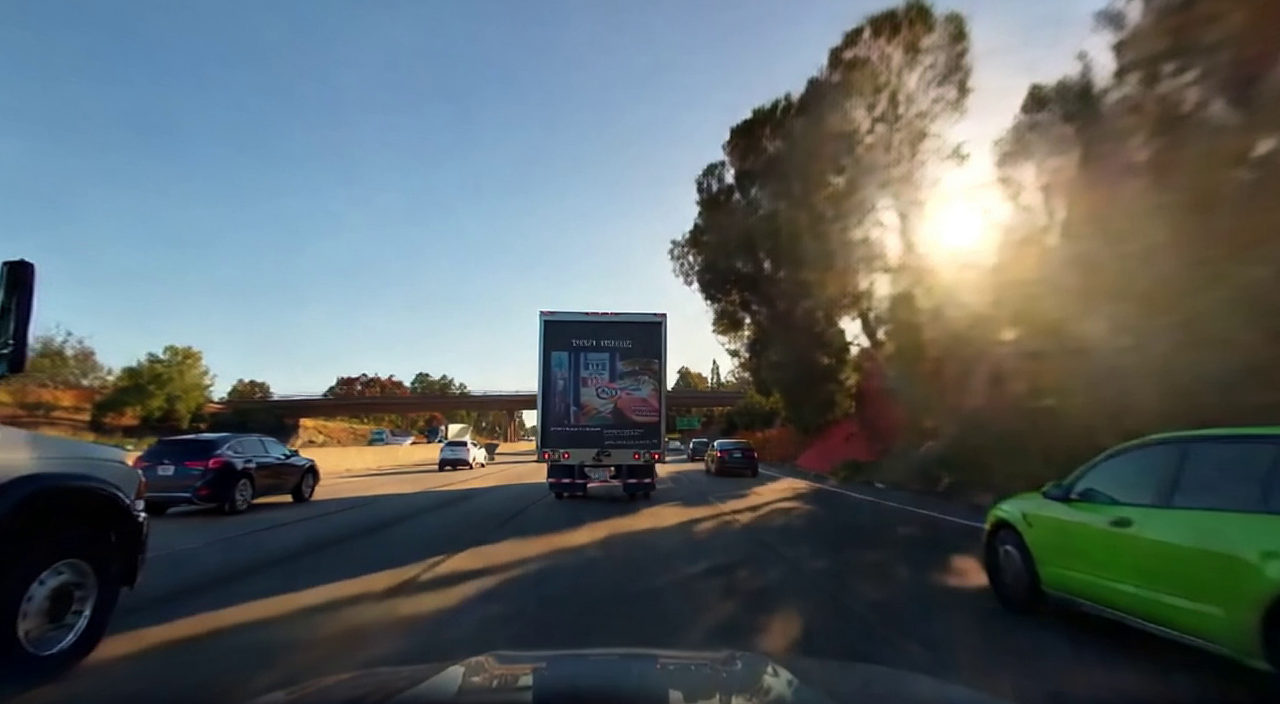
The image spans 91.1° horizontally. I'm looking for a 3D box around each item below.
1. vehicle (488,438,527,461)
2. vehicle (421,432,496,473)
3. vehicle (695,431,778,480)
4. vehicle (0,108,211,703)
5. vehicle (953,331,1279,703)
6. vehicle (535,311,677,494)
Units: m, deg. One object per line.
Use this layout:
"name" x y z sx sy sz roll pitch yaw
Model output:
"vehicle" -8.888 6.554 42.476 1.845 1.488 3.656 0 -8 0
"vehicle" -8.076 4.483 28.380 2.057 1.698 4.550 0 -8 -1
"vehicle" 3.269 3.596 22.311 2.003 1.519 4.580 0 -8 -3
"vehicle" -3.763 0.148 0.714 2.660 2.637 5.634 0 -8 -2
"vehicle" 3.629 0.773 2.754 2.118 1.647 4.400 0 -8 -2
"vehicle" -1.000 1.688 17.998 2.911 3.787 9.905 0 -8 -4
